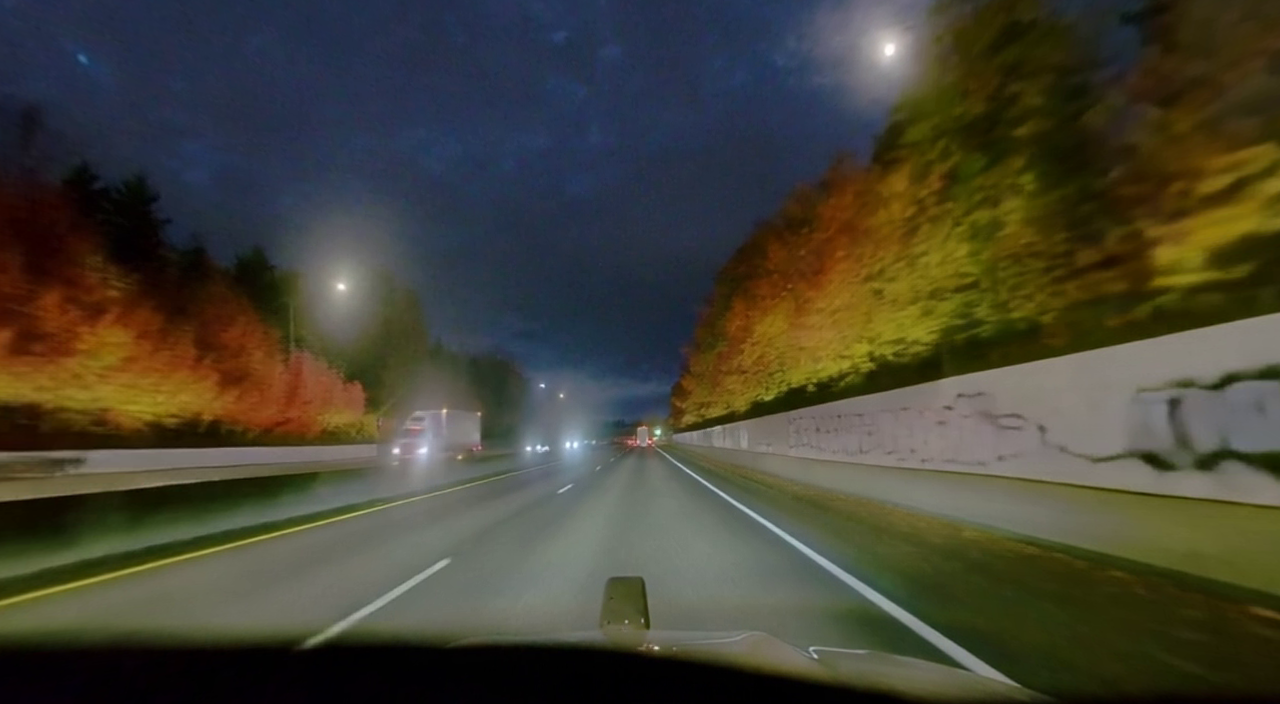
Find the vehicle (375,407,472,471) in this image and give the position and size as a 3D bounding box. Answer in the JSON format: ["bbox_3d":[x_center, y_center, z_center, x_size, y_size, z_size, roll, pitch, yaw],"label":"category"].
[{"bbox_3d":[-14.480,5.997,43.215,2.975,3.820,9.856,0,-8,1],"label":"vehicle"}]
